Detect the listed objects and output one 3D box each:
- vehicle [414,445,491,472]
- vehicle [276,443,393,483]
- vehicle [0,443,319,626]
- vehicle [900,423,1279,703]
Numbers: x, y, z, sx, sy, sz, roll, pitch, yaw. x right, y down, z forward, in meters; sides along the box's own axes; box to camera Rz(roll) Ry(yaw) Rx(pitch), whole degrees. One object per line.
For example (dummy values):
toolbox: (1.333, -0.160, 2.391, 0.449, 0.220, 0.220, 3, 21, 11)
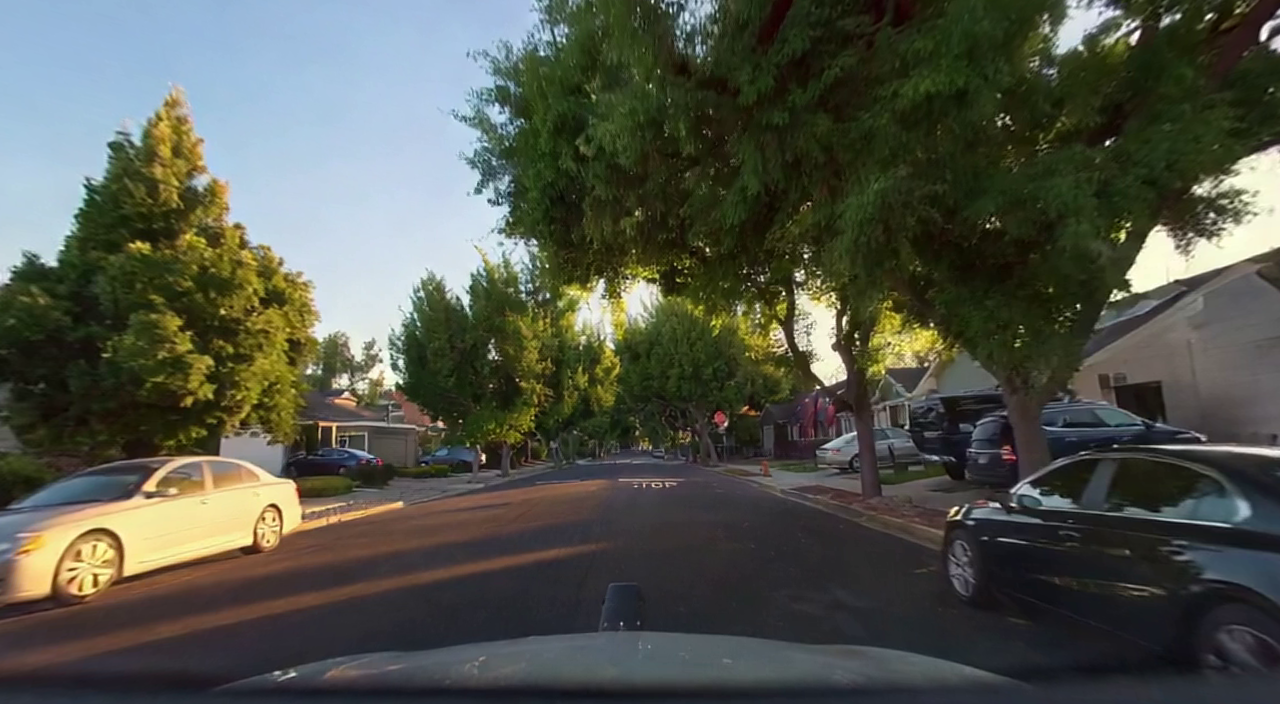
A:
vehicle: (-13.398, 7.615, 45.314, 4.809, 1.865, 2.093, 0, -9, -1)
vehicle: (-14.213, 5.143, 29.532, 4.493, 1.776, 1.997, -1, -9, 9)
vehicle: (-6.414, 1.991, 7.820, 2.099, 1.532, 5.262, -4, -9, 1)
vehicle: (3.476, 1.147, 3.383, 2.016, 1.450, 4.727, 0, -9, -2)
